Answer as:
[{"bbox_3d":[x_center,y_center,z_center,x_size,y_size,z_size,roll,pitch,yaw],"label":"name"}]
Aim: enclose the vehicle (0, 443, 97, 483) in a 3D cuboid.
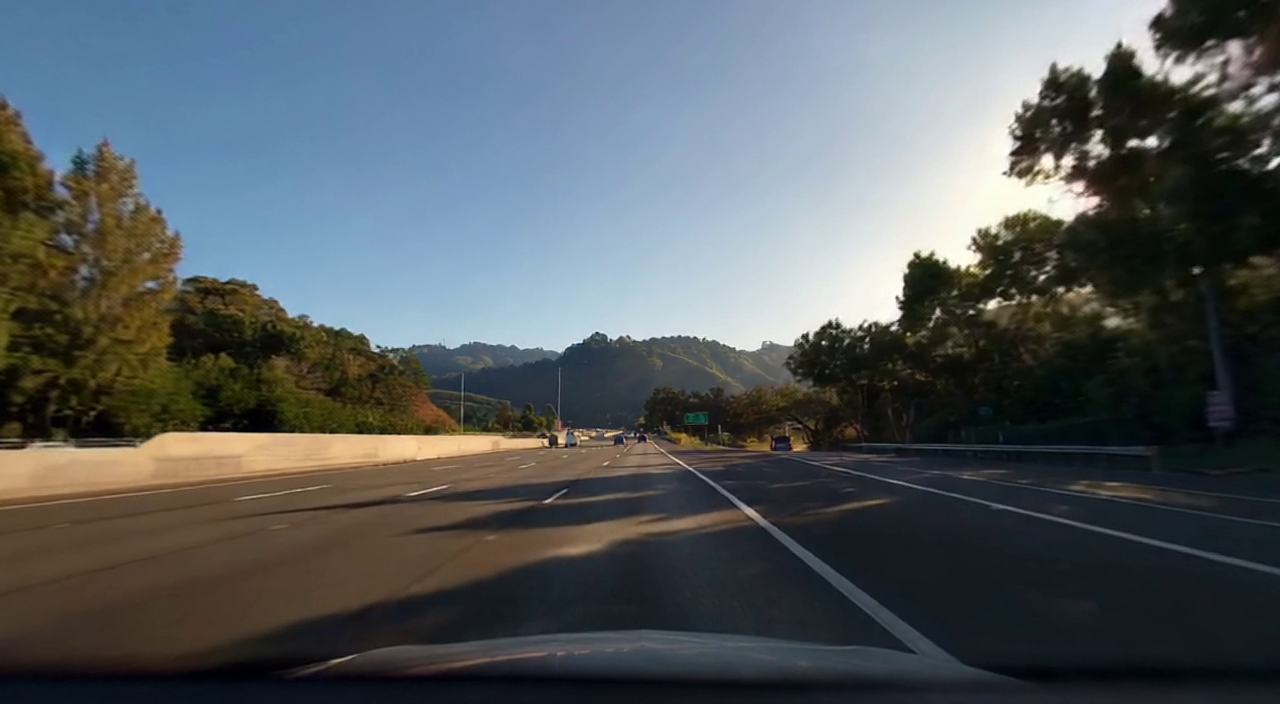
[{"bbox_3d":[-28.120,5.061,29.125,1.958,1.651,4.585,0,-8,0],"label":"vehicle"}]
